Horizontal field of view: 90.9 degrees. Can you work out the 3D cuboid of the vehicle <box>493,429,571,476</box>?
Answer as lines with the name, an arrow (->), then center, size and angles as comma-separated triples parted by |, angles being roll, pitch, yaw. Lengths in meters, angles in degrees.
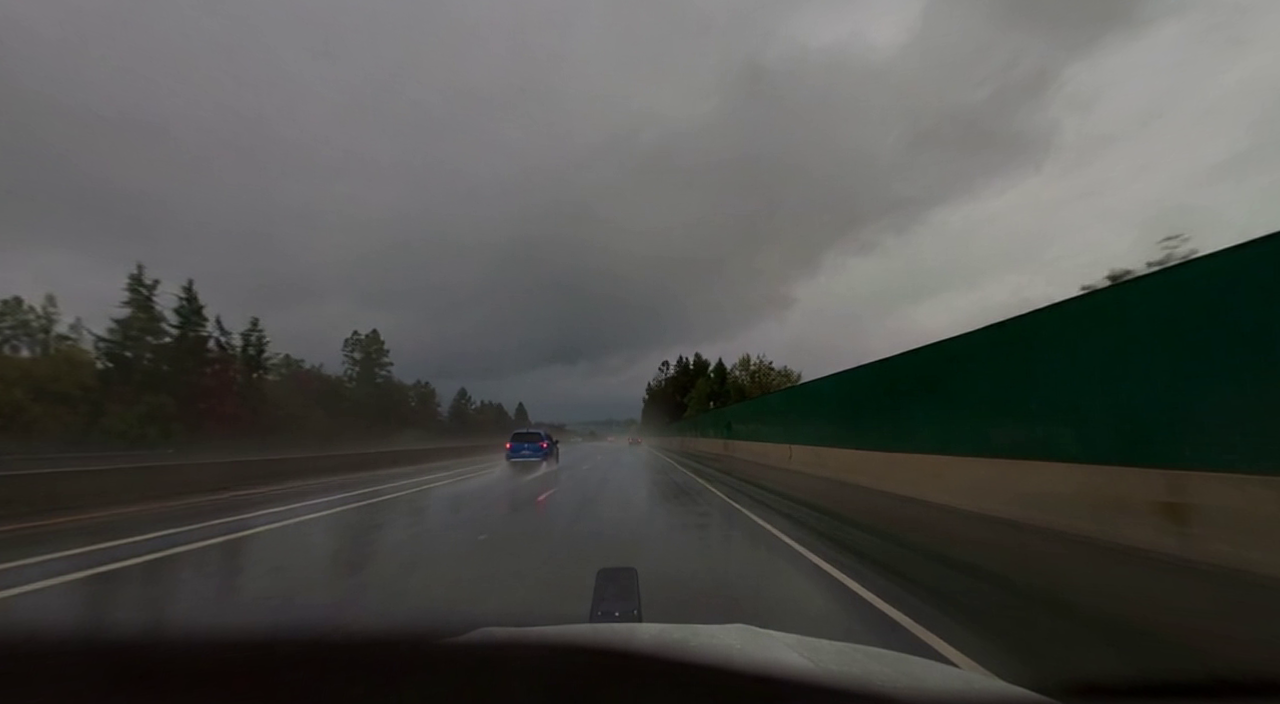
vehicle -> -3.873, 3.694, 23.535 | 2.072, 1.545, 4.767 | 0, -8, 0
